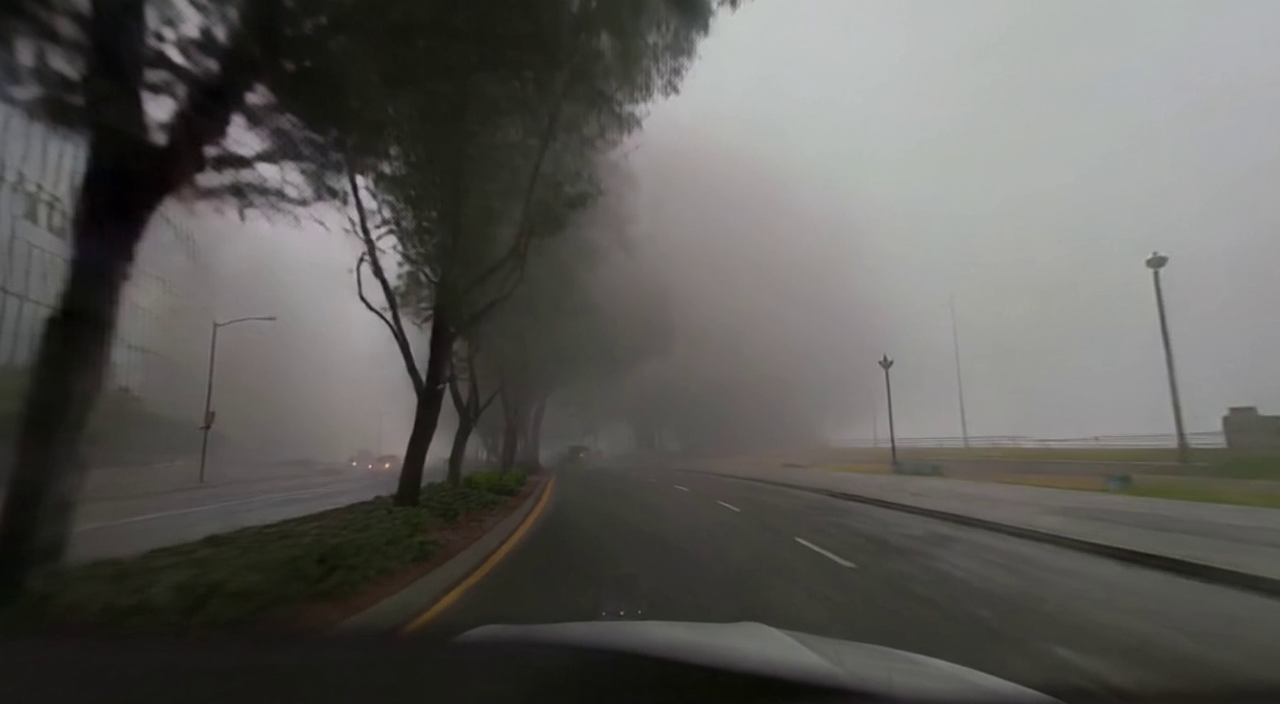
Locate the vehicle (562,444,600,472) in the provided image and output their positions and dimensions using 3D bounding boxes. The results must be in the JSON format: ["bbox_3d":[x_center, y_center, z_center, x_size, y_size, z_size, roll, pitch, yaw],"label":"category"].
[{"bbox_3d":[-4.183,7.353,44.076,2.129,1.816,4.851,2,-9,-12],"label":"vehicle"}]
